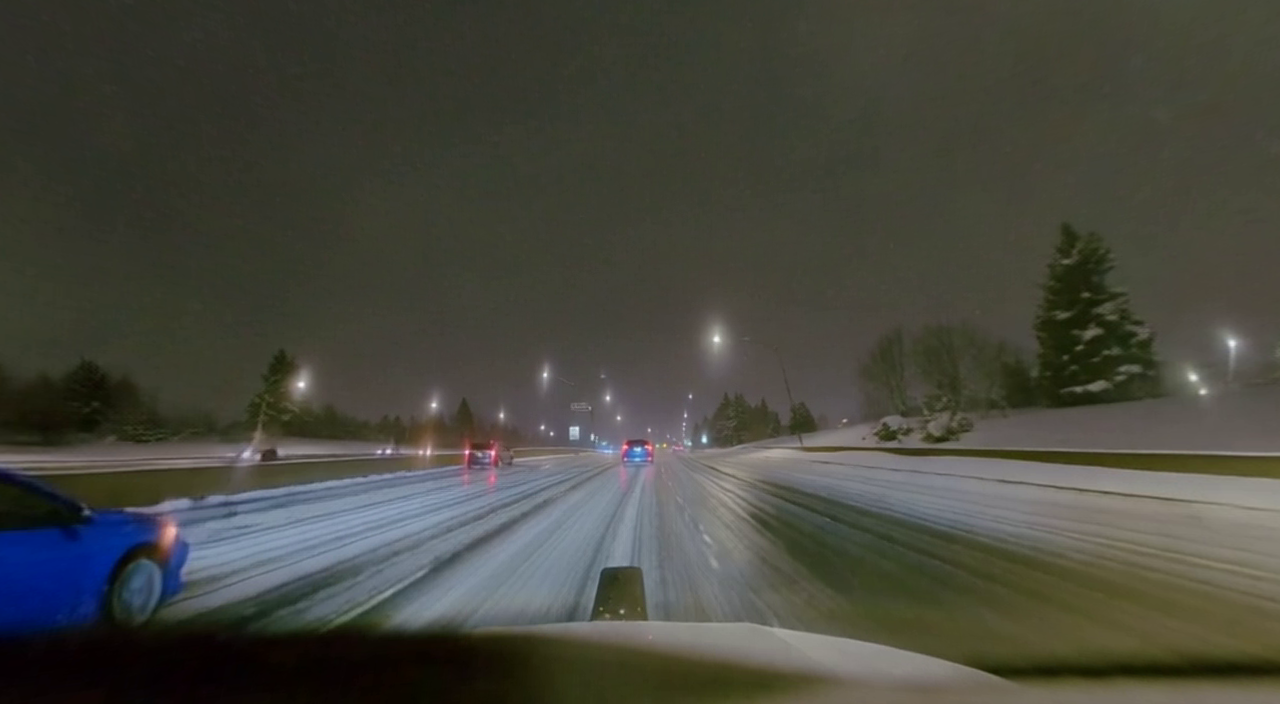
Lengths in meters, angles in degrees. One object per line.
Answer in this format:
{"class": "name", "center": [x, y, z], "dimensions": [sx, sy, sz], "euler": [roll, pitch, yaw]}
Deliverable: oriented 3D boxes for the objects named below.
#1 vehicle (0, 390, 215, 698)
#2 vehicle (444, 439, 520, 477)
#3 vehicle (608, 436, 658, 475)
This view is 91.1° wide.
{"class": "vehicle", "center": [-4.455, 0.906, 2.612], "dimensions": [2.124, 1.607, 4.531], "euler": [0, -9, 1]}
{"class": "vehicle", "center": [-6.840, 4.650, 27.799], "dimensions": [1.994, 1.519, 4.668], "euler": [0, -9, 2]}
{"class": "vehicle", "center": [-0.239, 4.807, 29.374], "dimensions": [2.155, 1.690, 4.318], "euler": [0, -9, 2]}
